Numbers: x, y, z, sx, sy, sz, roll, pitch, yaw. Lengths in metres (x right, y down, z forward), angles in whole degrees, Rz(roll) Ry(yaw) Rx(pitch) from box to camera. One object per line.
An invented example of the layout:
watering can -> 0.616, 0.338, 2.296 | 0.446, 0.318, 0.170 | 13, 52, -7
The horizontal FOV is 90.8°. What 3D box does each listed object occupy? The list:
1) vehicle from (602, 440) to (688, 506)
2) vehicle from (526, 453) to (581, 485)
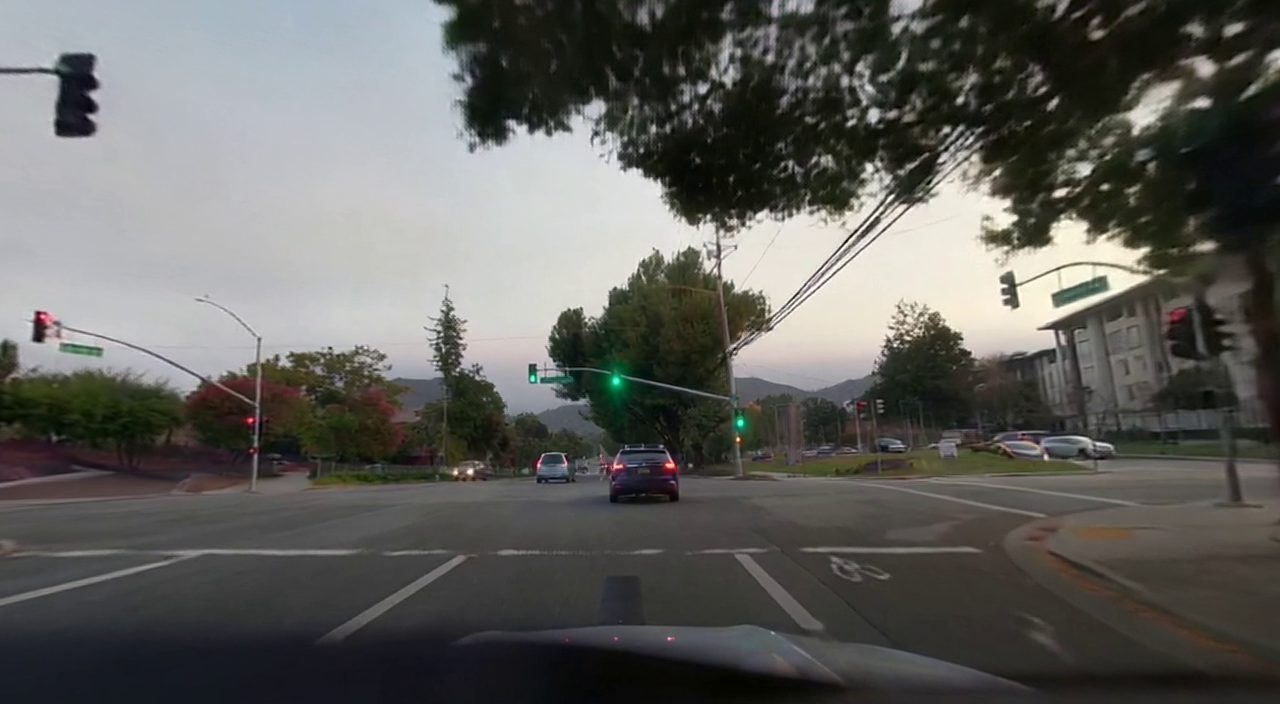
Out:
vehicle -> 0.093, 3.356, 17.971 | 2.156, 1.636, 3.923 | 0, -9, -1
vehicle -> -4.285, 5.872, 32.024 | 2.153, 1.474, 4.284 | 0, -9, 0
